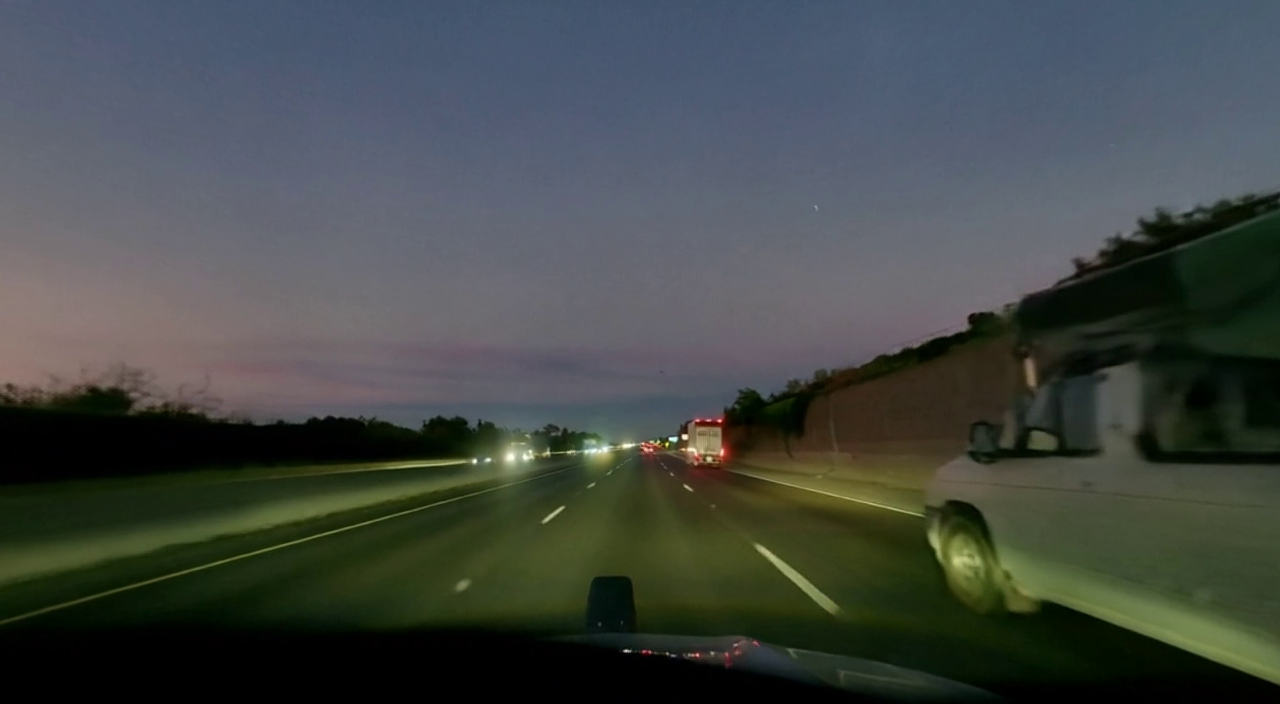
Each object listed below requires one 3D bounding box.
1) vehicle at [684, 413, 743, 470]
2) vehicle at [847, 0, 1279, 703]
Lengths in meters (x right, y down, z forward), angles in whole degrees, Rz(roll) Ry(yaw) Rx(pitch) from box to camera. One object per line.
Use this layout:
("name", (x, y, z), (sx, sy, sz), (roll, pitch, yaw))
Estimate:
("vehicle", (4.570, 5.867, 41.042), (2.771, 3.313, 8.121), (0, -9, 0))
("vehicle", (4.369, -0.085, 3.111), (3.032, 3.785, 10.333), (0, -9, -1))
